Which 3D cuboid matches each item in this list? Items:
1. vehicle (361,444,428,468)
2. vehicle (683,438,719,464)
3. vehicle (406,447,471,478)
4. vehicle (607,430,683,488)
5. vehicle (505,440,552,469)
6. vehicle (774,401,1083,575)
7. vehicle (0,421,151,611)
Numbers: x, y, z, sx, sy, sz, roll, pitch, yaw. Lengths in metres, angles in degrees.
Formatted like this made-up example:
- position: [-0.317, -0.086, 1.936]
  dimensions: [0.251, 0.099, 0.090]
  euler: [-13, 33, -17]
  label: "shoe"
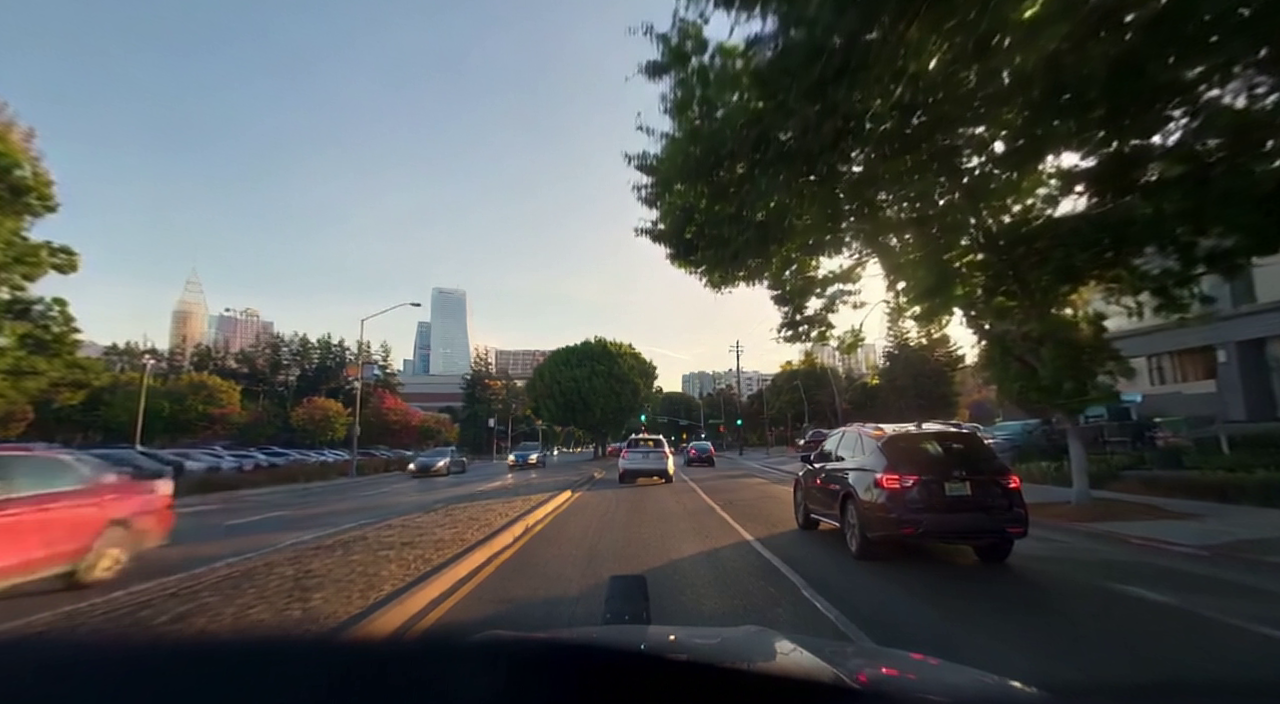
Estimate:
- position: [-18.719, 7.941, 48.191]
  dimensions: [4.290, 1.510, 2.006]
  euler: [-3, -9, 1]
  label: "vehicle"
- position: [3.777, 6.203, 39.564]
  dimensions: [1.880, 1.503, 4.130]
  euler: [0, -9, 0]
  label: "vehicle"
- position: [-10.488, 5.767, 33.210]
  dimensions: [1.967, 1.494, 4.483]
  euler: [0, -9, 0]
  label: "vehicle"
- position: [0.147, 3.409, 20.396]
  dimensions: [2.200, 1.653, 4.127]
  euler: [0, -8, 0]
  label: "vehicle"
- position: [-6.774, 6.270, 38.775]
  dimensions: [2.008, 1.638, 4.552]
  euler: [0, -8, 0]
  label: "vehicle"
- position: [3.354, 1.689, 8.586]
  dimensions: [2.024, 1.711, 4.512]
  euler: [0, -8, 0]
  label: "vehicle"
- position: [-6.680, 1.397, 5.140]
  dimensions: [1.936, 1.681, 4.274]
  euler: [0, -9, -1]
  label: "vehicle"
